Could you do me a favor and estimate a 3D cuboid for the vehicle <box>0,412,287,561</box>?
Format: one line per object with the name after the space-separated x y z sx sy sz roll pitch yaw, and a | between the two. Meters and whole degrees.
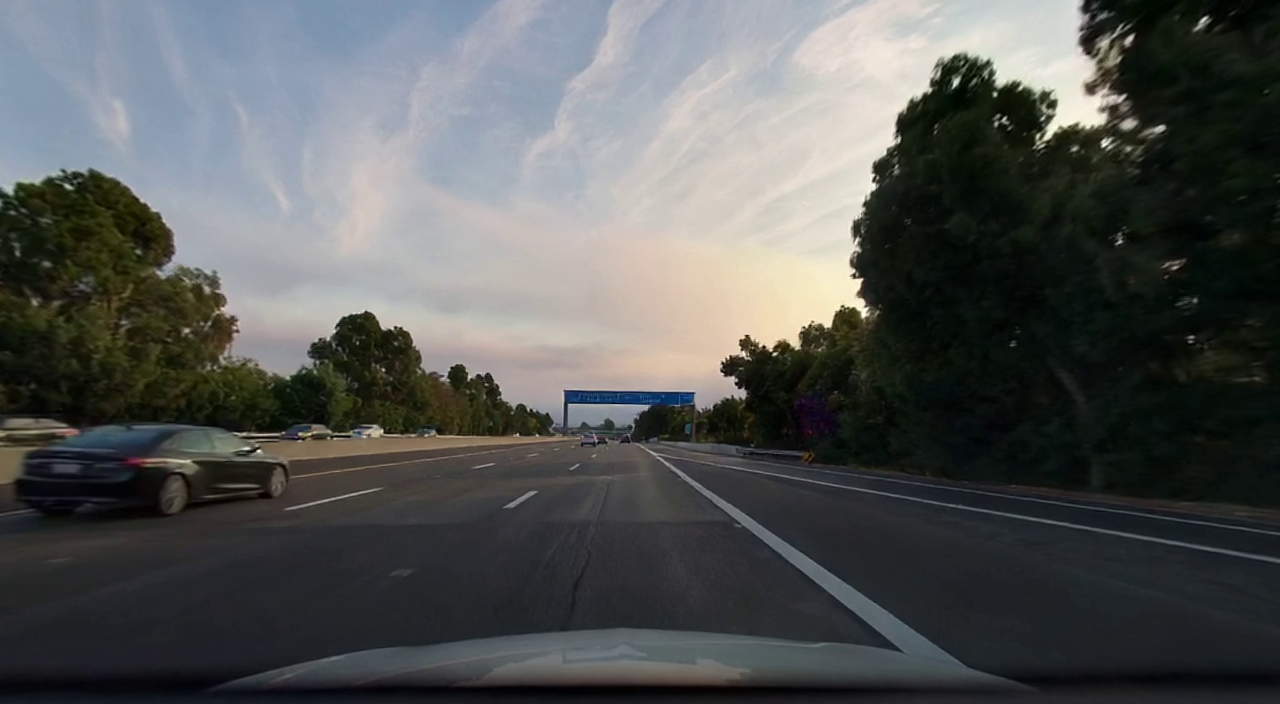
-7.792 1.775 9.356 2.092 1.574 5.251 0 -7 -1 | vehicle
